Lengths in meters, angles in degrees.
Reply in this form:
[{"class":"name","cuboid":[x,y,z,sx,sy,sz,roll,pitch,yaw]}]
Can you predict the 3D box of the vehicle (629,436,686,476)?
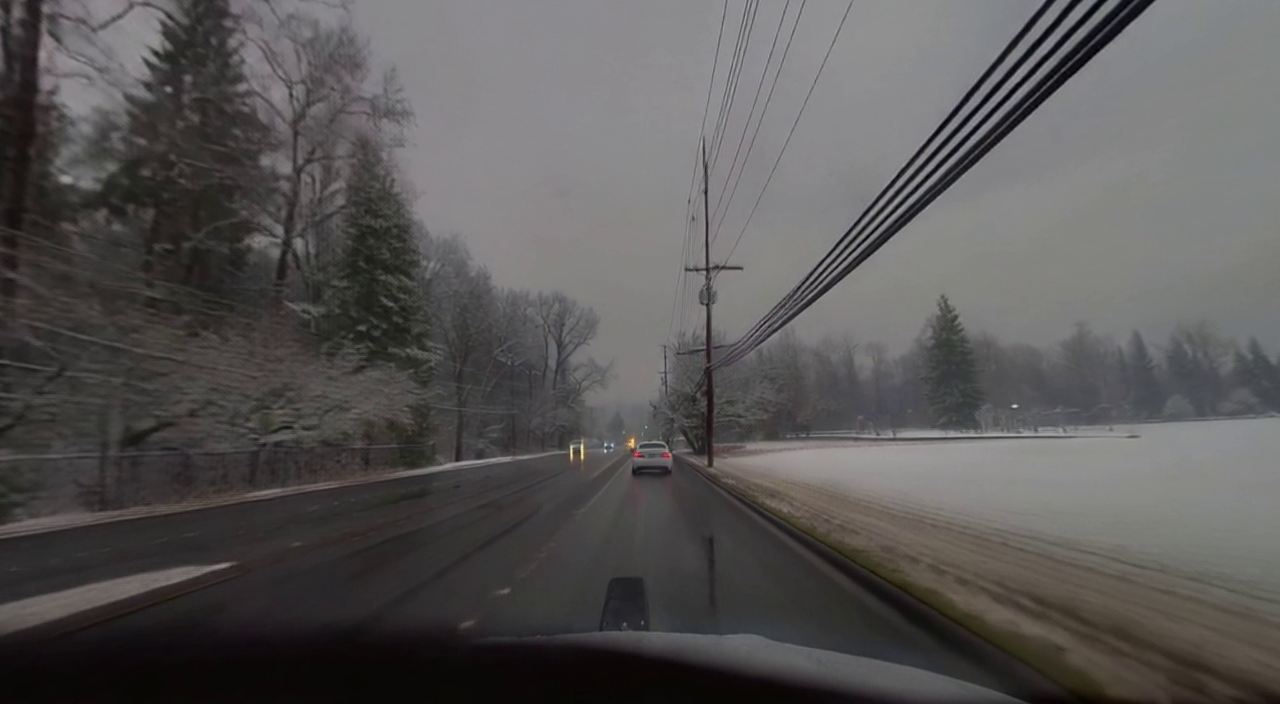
[{"class":"vehicle","cuboid":[0.691,4.239,25.860,2.153,1.461,4.374,0,-8,1]}]
